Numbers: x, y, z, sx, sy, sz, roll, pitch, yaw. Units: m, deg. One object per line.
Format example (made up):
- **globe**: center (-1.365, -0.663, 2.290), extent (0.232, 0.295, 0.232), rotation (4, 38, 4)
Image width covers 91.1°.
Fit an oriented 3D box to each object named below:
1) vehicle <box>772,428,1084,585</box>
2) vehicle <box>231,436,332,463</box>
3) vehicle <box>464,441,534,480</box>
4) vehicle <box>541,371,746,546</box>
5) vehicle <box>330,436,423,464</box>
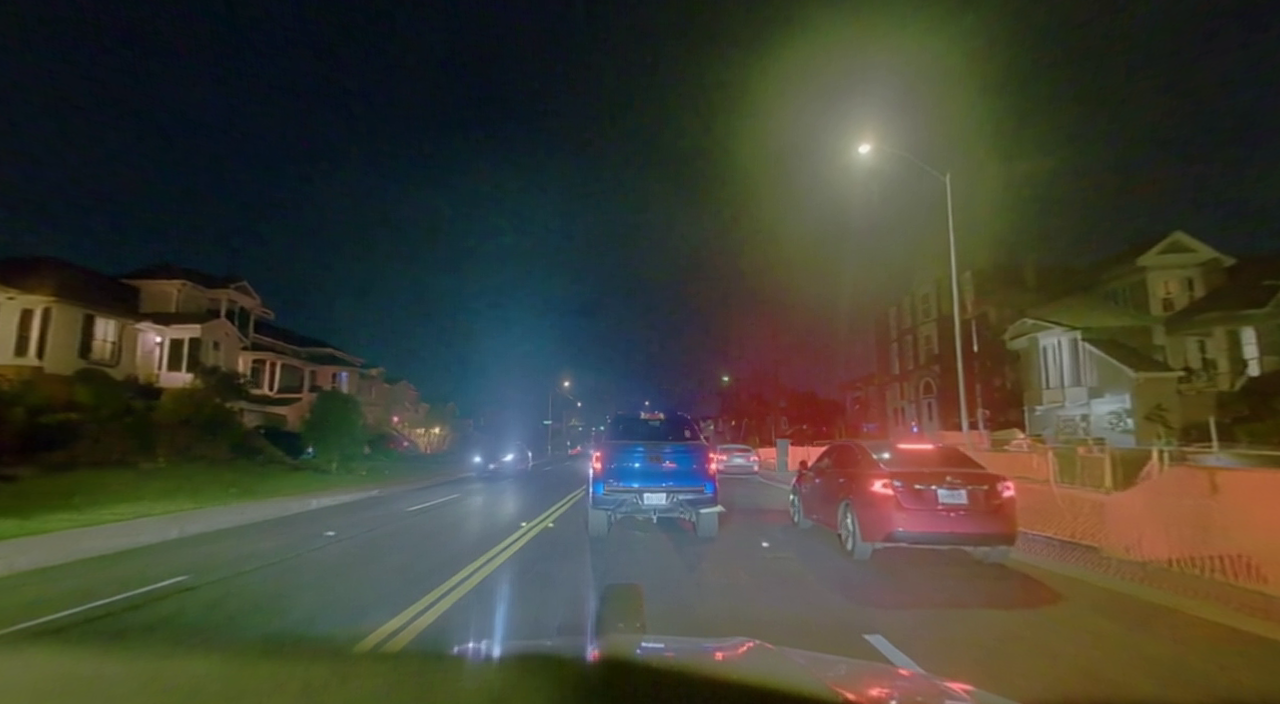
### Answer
- **vehicle**: center (3.273, 1.833, 8.386), extent (2.010, 1.499, 4.481), rotation (0, -8, 0)
- **vehicle**: center (-20.345, 5.525, 35.724), extent (4.706, 1.468, 1.817), rotation (-1, -8, 3)
- **vehicle**: center (-6.022, 4.692, 27.419), extent (1.953, 1.528, 4.492), rotation (0, -8, 1)
- **vehicle**: center (0.074, 1.906, 11.742), extent (2.751, 2.361, 6.347), rotation (0, -8, 0)
- **vehicle**: center (-15.040, 5.616, 36.019), extent (4.490, 1.500, 1.875), rotation (0, -8, -2)
